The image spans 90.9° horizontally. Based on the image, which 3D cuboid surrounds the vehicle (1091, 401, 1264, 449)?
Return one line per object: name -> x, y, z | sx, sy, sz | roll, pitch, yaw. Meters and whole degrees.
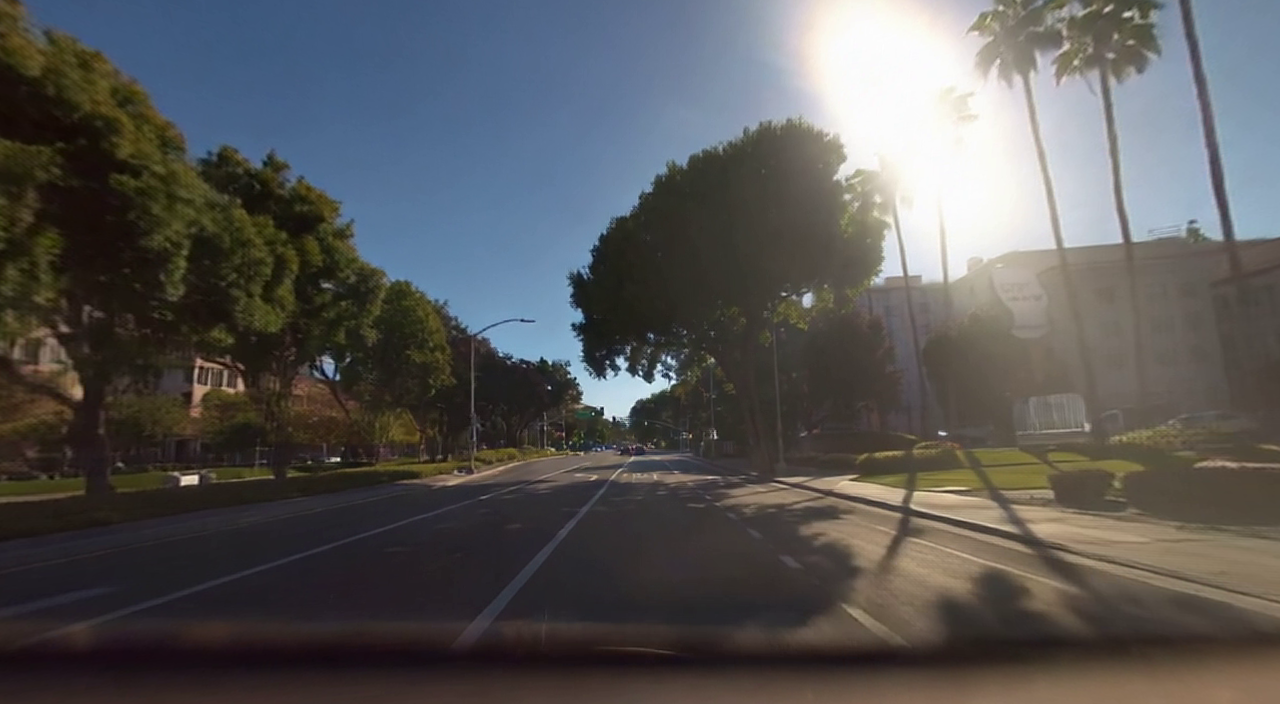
vehicle -> 22.172, 3.142, 26.381 | 2.222, 1.818, 5.099 | 1, -9, -11
